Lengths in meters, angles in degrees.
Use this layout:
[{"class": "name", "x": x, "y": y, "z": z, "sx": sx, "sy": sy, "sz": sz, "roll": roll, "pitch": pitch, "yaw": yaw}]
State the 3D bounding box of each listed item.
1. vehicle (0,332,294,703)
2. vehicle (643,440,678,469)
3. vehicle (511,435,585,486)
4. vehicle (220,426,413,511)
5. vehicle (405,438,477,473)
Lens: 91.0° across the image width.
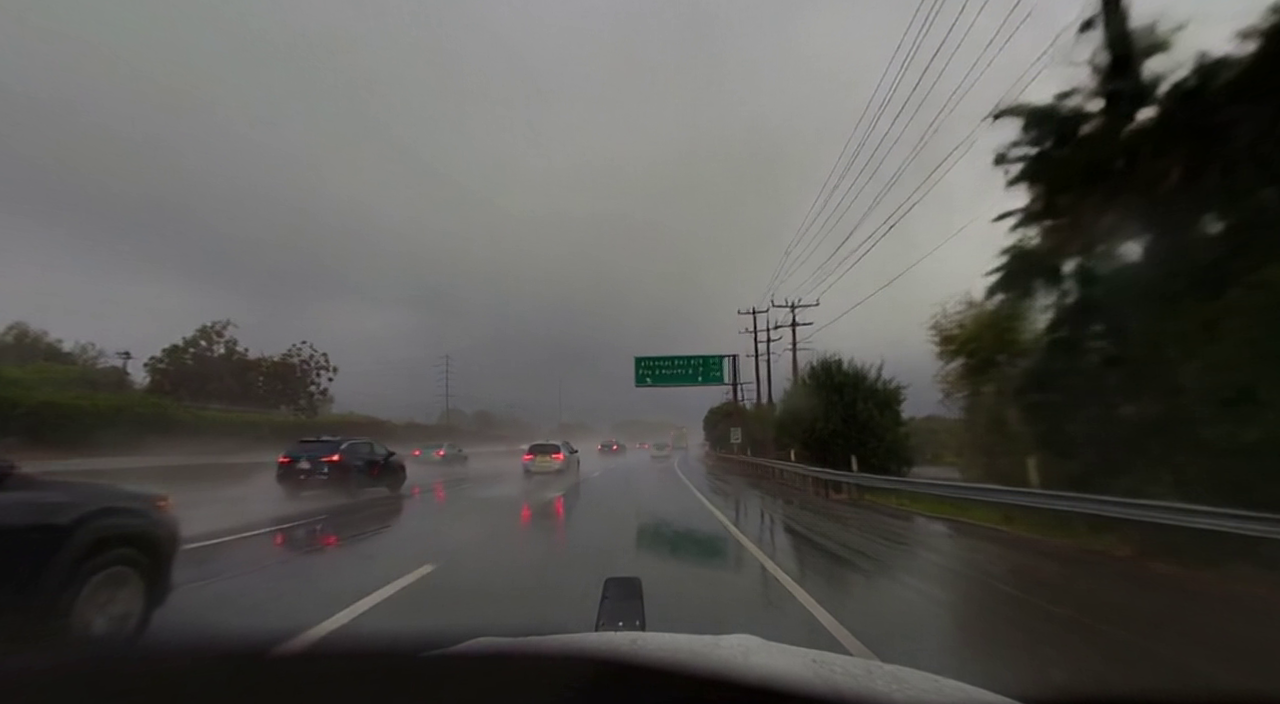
[{"class": "vehicle", "x": -3.680, "y": 0.759, "z": 2.059, "sx": 2.202, "sy": 1.801, "sz": 4.959, "roll": 0, "pitch": -9, "yaw": 1}, {"class": "vehicle", "x": 1.308, "y": 6.316, "z": 38.832, "sx": 2.038, "sy": 1.677, "sz": 4.219, "roll": 0, "pitch": -9, "yaw": 3}, {"class": "vehicle", "x": -3.254, "y": 3.932, "z": 23.105, "sx": 1.976, "sy": 1.688, "sz": 4.124, "roll": 0, "pitch": -9, "yaw": 1}, {"class": "vehicle", "x": -7.463, "y": 2.735, "z": 15.267, "sx": 2.043, "sy": 1.696, "sz": 4.851, "roll": 0, "pitch": -9, "yaw": 1}, {"class": "vehicle", "x": -10.449, "y": 5.492, "z": 33.558, "sx": 2.097, "sy": 1.722, "sz": 4.981, "roll": 0, "pitch": -9, "yaw": 2}]
